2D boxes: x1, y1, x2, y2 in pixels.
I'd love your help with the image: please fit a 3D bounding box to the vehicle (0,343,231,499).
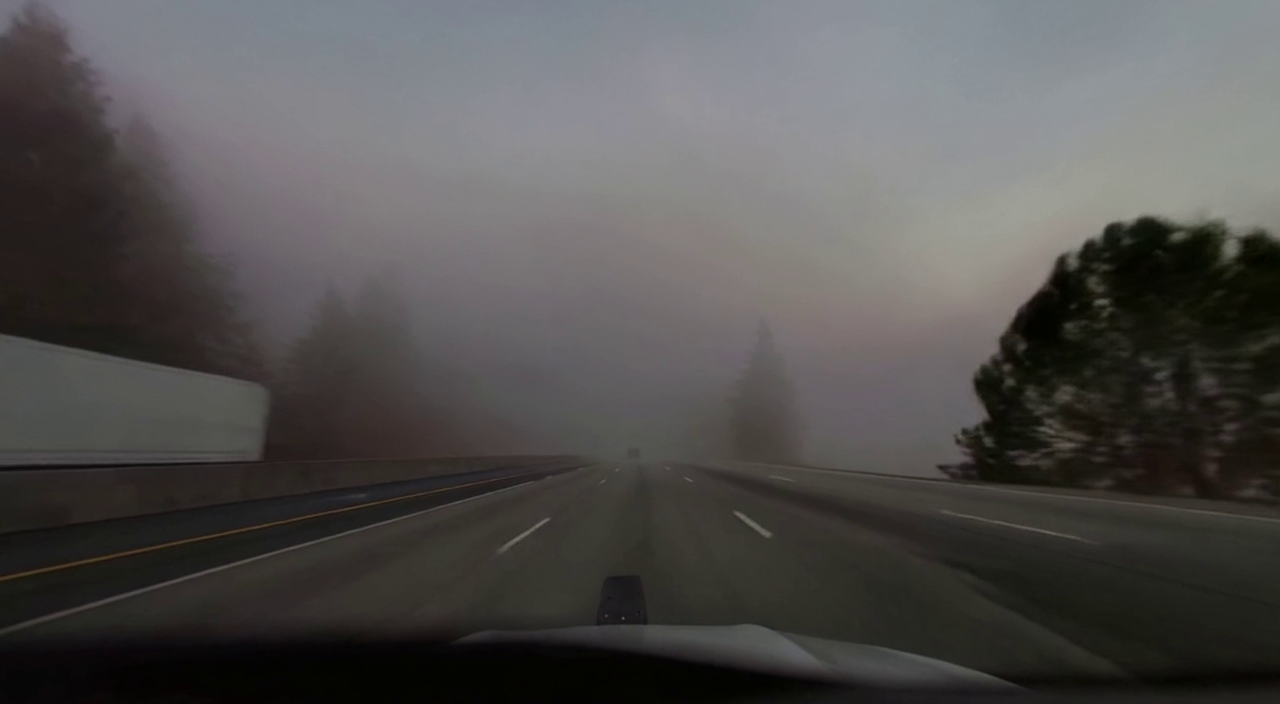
[{"bbox_3d":[-15.878,2.131,18.080,2.845,3.539,7.683,0,-9,1],"label":"vehicle"}]
